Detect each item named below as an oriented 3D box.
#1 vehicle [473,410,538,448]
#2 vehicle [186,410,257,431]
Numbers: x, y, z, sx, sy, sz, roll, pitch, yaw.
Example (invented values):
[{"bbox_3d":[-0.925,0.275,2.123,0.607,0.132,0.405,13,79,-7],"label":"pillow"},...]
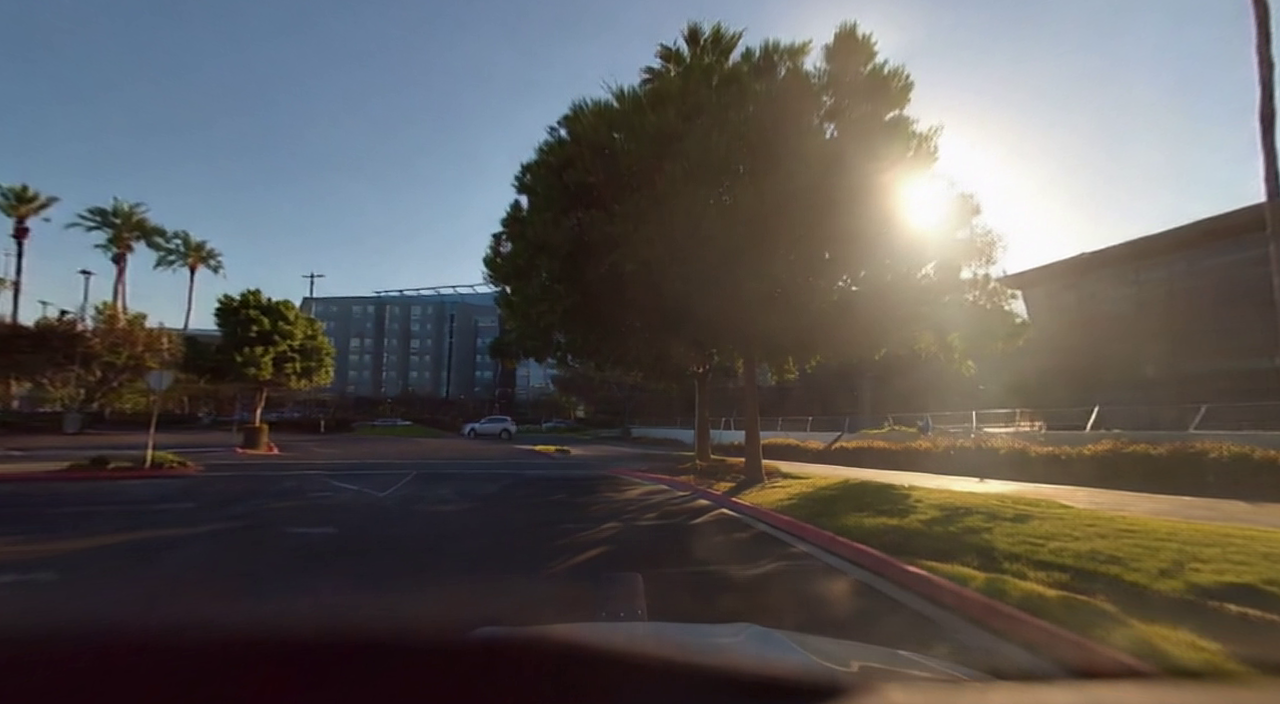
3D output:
[{"bbox_3d":[-6.633,3.807,30.783,2.071,1.700,4.367,4,-9,-25],"label":"vehicle"},{"bbox_3d":[-32.994,5.431,49.860,4.457,1.552,1.748,6,-10,-38],"label":"vehicle"}]
